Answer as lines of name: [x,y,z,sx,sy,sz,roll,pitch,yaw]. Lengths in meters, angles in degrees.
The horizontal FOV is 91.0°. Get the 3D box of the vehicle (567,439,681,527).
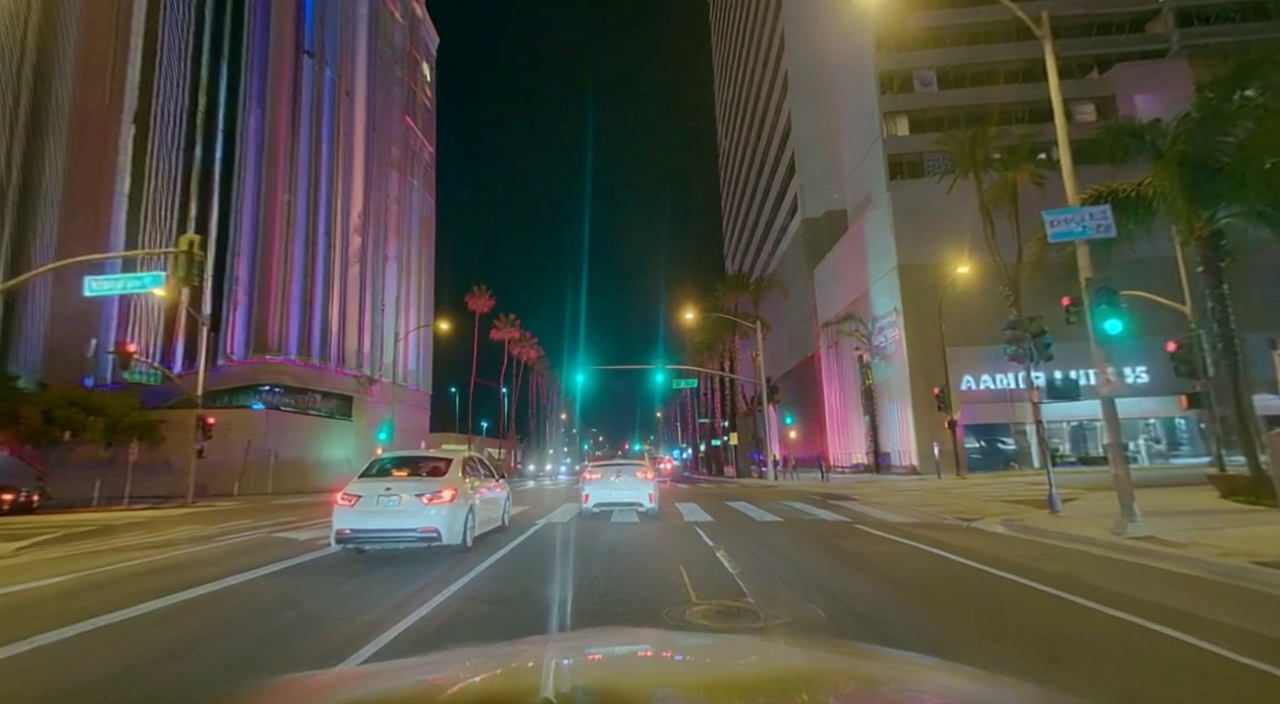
vehicle: [-0.341,2.788,14.008,2.145,1.632,3.972,0,-8,-1]

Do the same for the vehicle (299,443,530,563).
vehicle: [-3.296,2.282,10.422,2.096,1.492,4.666,0,-8,0]
